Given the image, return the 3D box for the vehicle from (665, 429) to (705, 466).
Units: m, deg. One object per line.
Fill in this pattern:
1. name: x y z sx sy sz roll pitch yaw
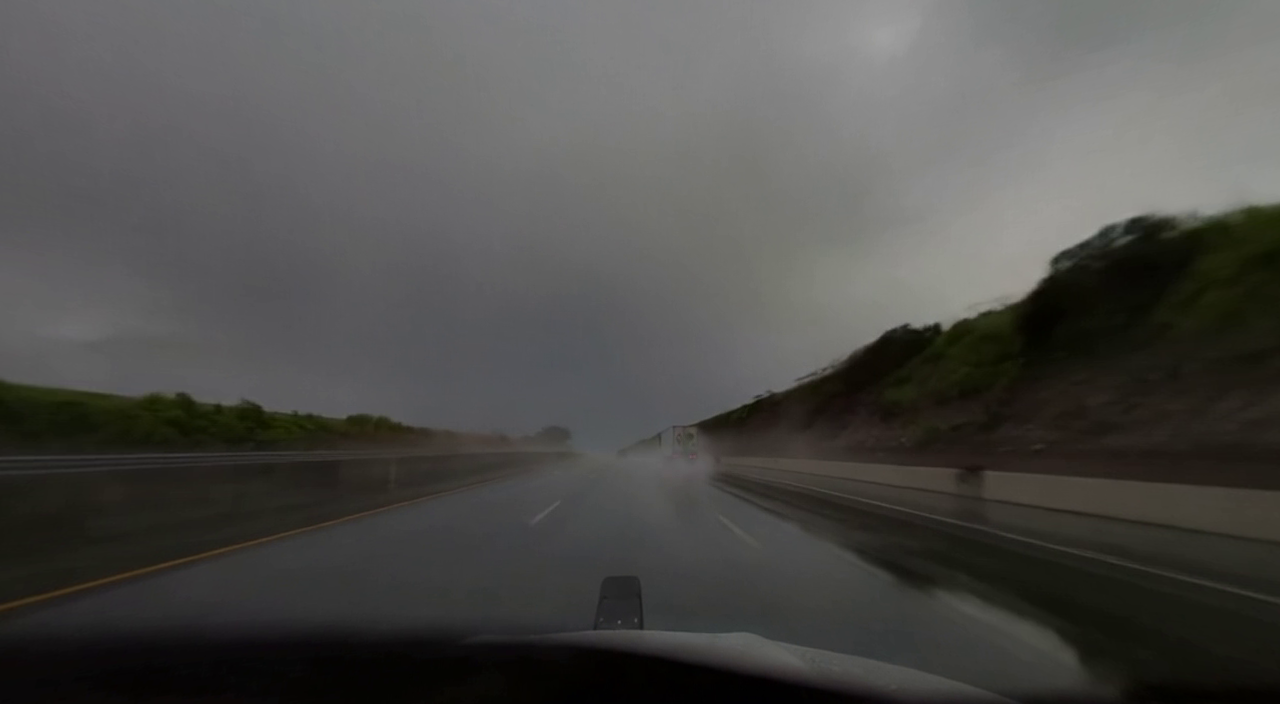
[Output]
1. vehicle: 3.364 7.337 48.323 2.527 2.682 4.082 0 -9 -3
